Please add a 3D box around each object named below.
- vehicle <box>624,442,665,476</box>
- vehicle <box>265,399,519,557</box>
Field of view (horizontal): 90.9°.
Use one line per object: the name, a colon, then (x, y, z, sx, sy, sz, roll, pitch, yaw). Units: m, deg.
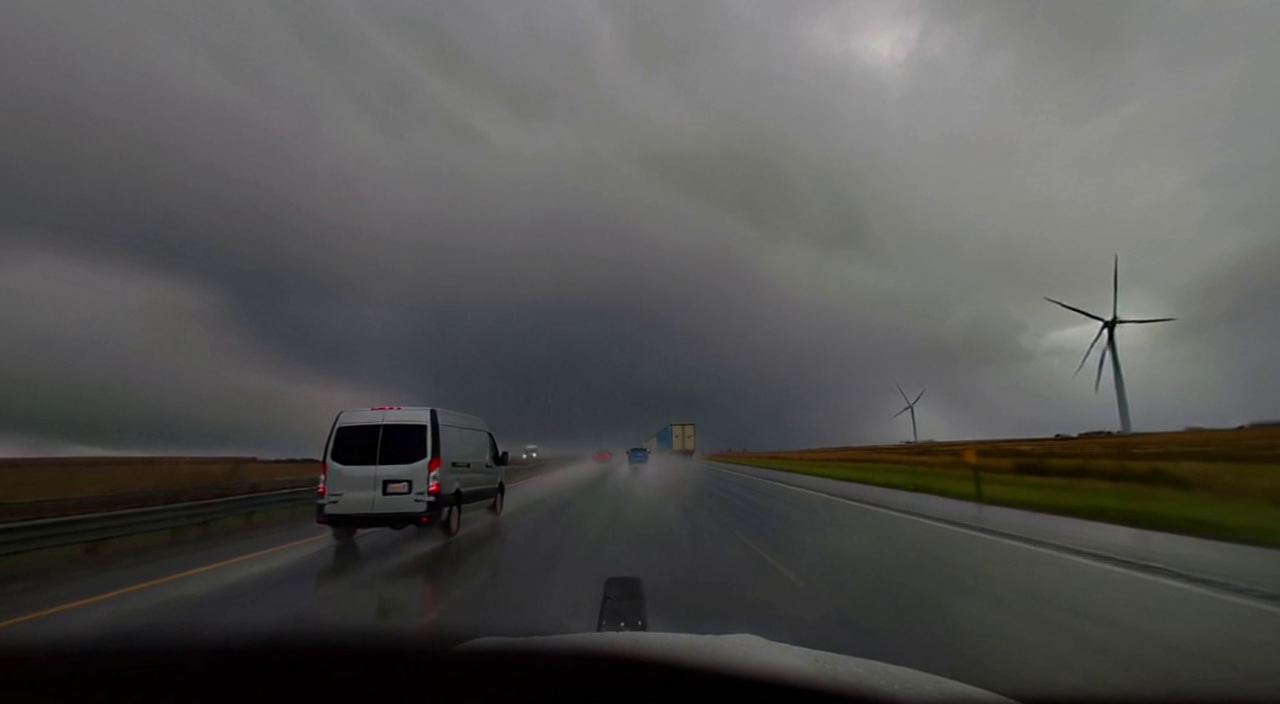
vehicle: (0.250, 5.789, 34.156, 2.083, 1.689, 4.083, 0, -9, 0)
vehicle: (-3.590, 1.952, 10.377, 2.238, 1.984, 4.650, 0, -9, 0)
